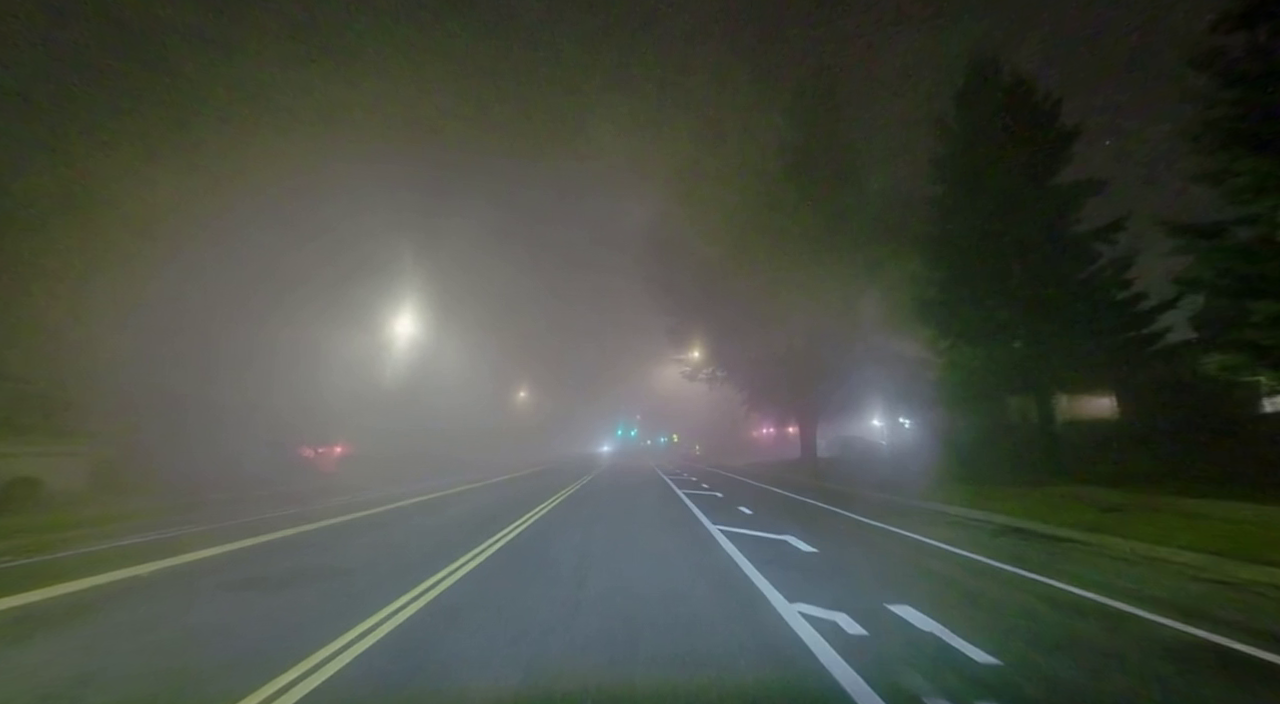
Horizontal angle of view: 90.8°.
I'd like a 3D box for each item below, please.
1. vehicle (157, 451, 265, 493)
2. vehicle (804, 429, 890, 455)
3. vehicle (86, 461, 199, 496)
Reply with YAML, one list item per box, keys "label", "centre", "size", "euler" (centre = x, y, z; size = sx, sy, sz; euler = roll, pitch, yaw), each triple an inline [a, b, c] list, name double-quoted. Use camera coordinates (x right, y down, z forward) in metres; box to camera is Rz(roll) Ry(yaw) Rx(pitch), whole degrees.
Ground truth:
- label: "vehicle"
  centre: [-21.022, 5.874, 31.268]
  size: [2.128, 1.839, 4.830]
  euler: [1, -9, -4]
- label: "vehicle"
  centre: [13.159, 5.736, 40.363]
  size: [4.710, 1.612, 1.999]
  euler: [0, -8, -2]
- label: "vehicle"
  centre: [-23.940, 6.082, 30.639]
  size: [2.020, 1.477, 4.332]
  euler: [1, -9, -2]
